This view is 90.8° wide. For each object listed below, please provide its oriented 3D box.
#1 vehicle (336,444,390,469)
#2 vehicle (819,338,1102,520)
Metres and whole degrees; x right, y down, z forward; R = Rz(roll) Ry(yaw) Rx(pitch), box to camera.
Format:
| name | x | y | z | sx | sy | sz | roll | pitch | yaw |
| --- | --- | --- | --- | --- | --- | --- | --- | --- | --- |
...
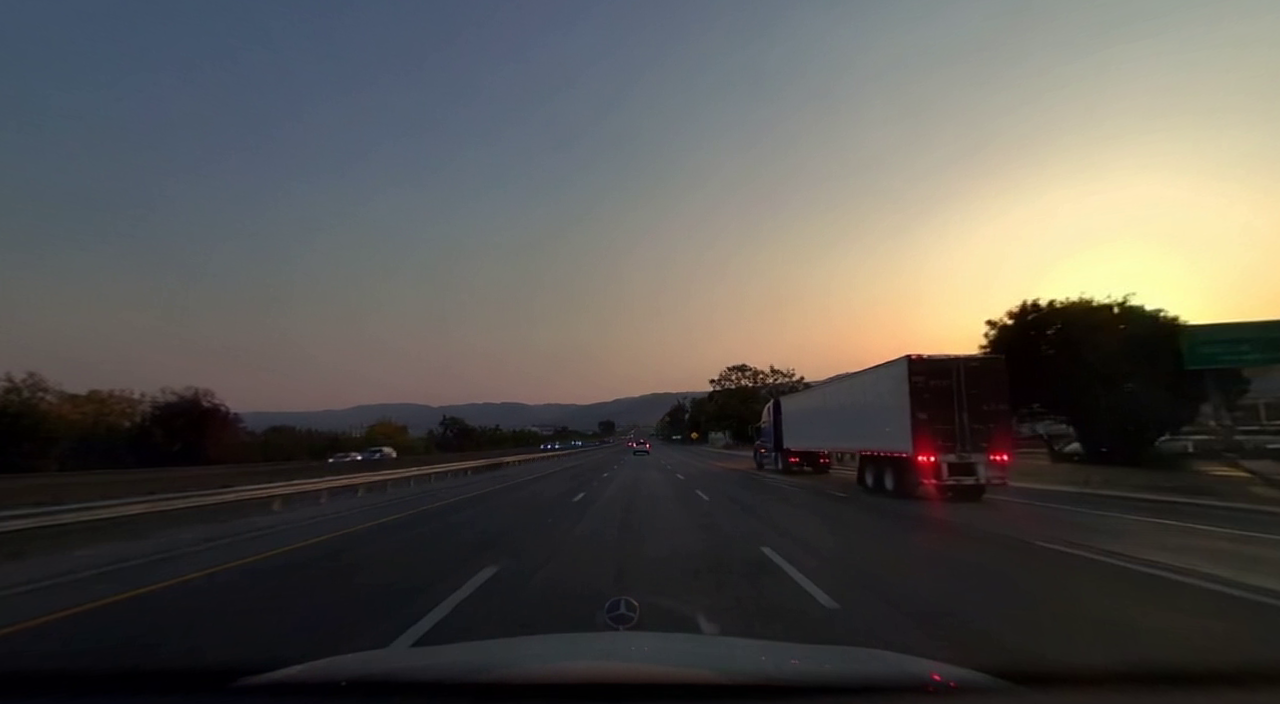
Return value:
| name | x | y | z | sx | sy | sz | roll | pitch | yaw |
| --- | --- | --- | --- | --- | --- | --- | --- | --- | --- |
| vehicle | -21.748 | 8.207 | 49.747 | 1.999 | 1.810 | 4.804 | 0 | -8 | 1 |
| vehicle | 6.776 | 1.919 | 15.223 | 2.793 | 3.204 | 7.997 | 0 | -8 | 2 |
